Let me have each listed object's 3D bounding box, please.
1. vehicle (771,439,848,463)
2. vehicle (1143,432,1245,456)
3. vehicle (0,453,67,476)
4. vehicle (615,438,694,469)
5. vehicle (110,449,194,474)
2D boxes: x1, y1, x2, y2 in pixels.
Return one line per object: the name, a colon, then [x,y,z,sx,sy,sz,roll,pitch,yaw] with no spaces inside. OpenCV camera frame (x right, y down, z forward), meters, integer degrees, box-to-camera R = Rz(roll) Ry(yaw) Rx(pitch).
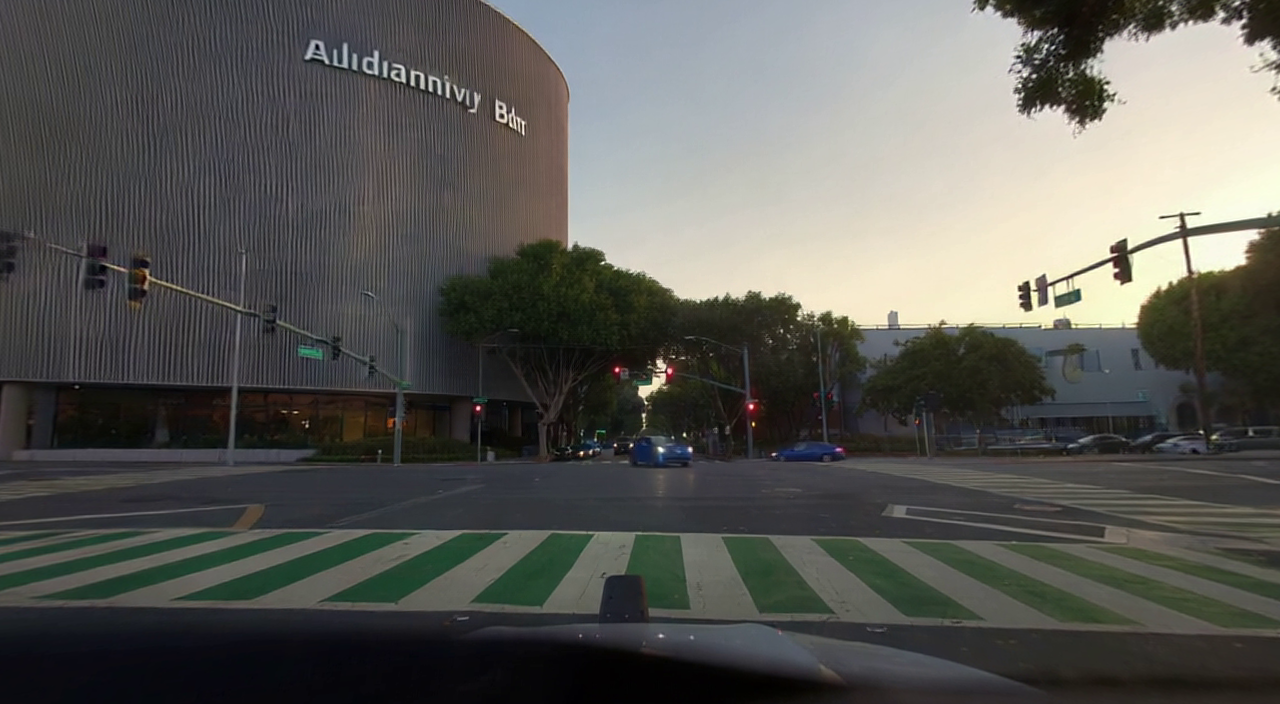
vehicle: [10.632,6.240,39.791,4.529,1.457,1.981,-2,-9,10]
vehicle: [36.151,6.014,41.205,4.767,1.456,1.858,-1,-8,3]
vehicle: [-41.659,7.631,42.769,3.698,1.467,1.779,0,-8,1]
vehicle: [0.619,5.164,32.324,2.280,1.454,4.836,3,-9,-22]
vehicle: [-33.071,7.401,42.755,4.136,1.661,1.857,0,-8,1]
